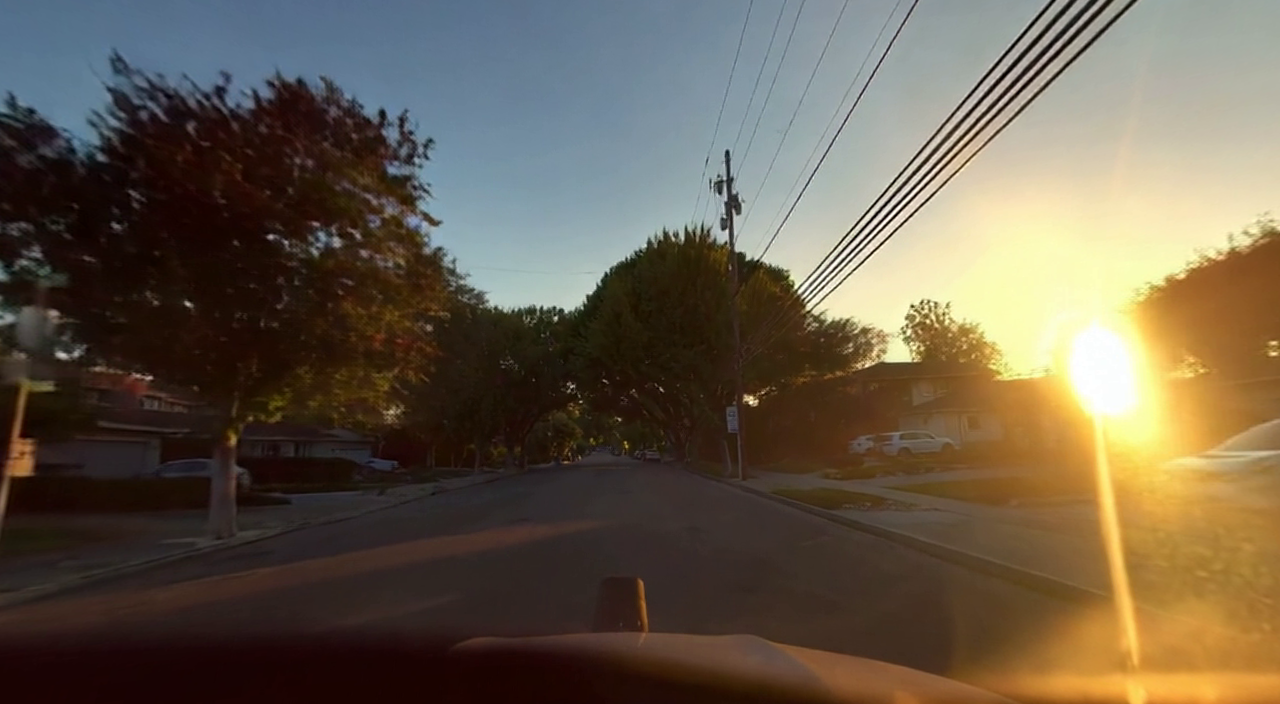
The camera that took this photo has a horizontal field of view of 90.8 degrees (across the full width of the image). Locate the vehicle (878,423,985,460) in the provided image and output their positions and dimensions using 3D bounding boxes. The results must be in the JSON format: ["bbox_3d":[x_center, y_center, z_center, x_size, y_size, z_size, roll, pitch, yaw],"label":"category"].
[{"bbox_3d":[15.083,4.655,32.837,4.562,1.832,1.987,0,-9,-3],"label":"vehicle"}]

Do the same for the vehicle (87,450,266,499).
[{"bbox_3d":[-14.996,3.951,20.797,4.477,1.449,1.922,5,-10,-32],"label":"vehicle"}]

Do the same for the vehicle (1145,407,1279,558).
[{"bbox_3d":[9.951,1.460,8.502,4.697,1.604,1.838,-8,-8,-5],"label":"vehicle"}]

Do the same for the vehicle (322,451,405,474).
[{"bbox_3d":[-18.058,7.198,41.391,4.519,1.426,1.903,8,-12,-42],"label":"vehicle"}]
